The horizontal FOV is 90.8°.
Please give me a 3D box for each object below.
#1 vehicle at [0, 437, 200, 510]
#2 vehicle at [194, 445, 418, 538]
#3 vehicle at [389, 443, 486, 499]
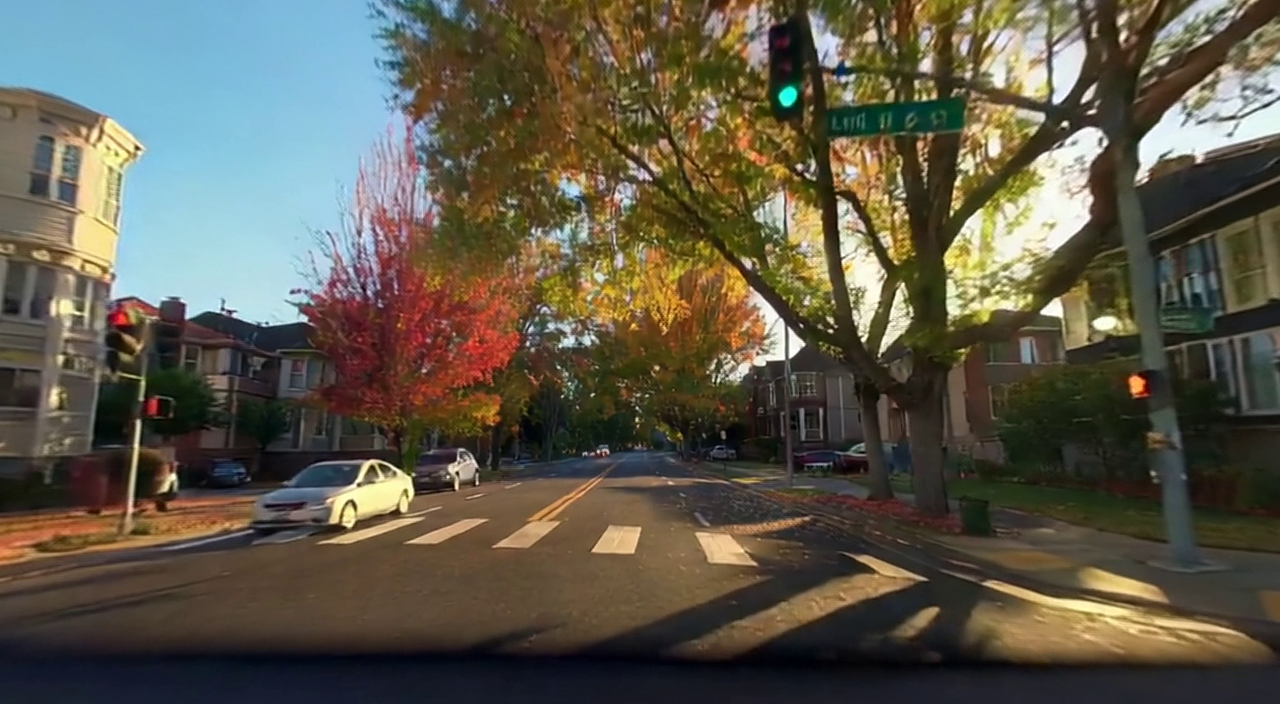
[{"bbox_3d":[-14.882,3.122,16.899,2.280,1.635,4.550,-3,-9,18],"label":"vehicle"},{"bbox_3d":[-6.486,2.710,13.046,2.235,1.530,4.471,0,-8,-1],"label":"vehicle"},{"bbox_3d":[-7.449,4.378,23.962,2.129,1.730,5.544,0,-7,-3],"label":"vehicle"}]
